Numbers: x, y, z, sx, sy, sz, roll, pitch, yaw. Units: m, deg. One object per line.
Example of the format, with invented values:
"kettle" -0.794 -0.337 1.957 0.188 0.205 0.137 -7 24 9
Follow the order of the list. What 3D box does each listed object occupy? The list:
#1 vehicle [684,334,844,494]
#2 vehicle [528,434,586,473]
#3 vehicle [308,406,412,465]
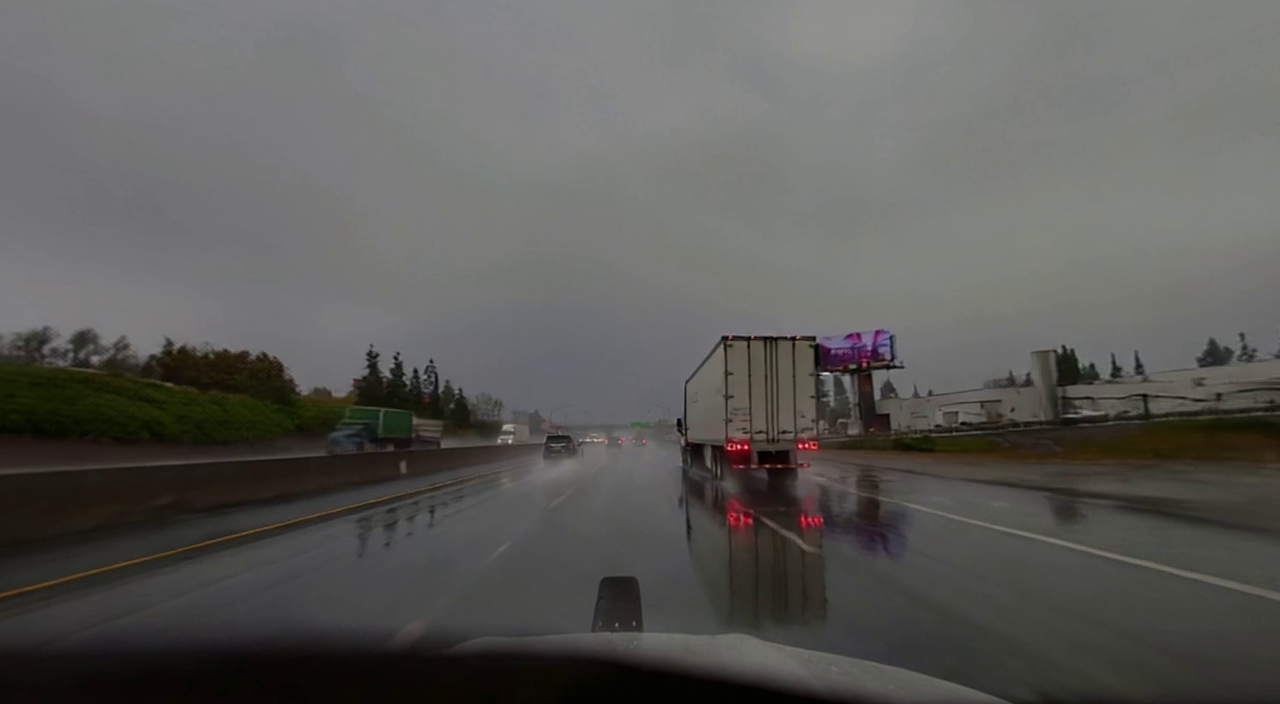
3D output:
"vehicle" 3.327 2.195 20.660 2.871 3.815 11.331 0 -8 0
"vehicle" -3.381 4.206 26.440 1.930 1.484 3.849 0 -8 0
"vehicle" -19.812 6.047 45.505 2.985 3.765 9.890 0 -8 0
